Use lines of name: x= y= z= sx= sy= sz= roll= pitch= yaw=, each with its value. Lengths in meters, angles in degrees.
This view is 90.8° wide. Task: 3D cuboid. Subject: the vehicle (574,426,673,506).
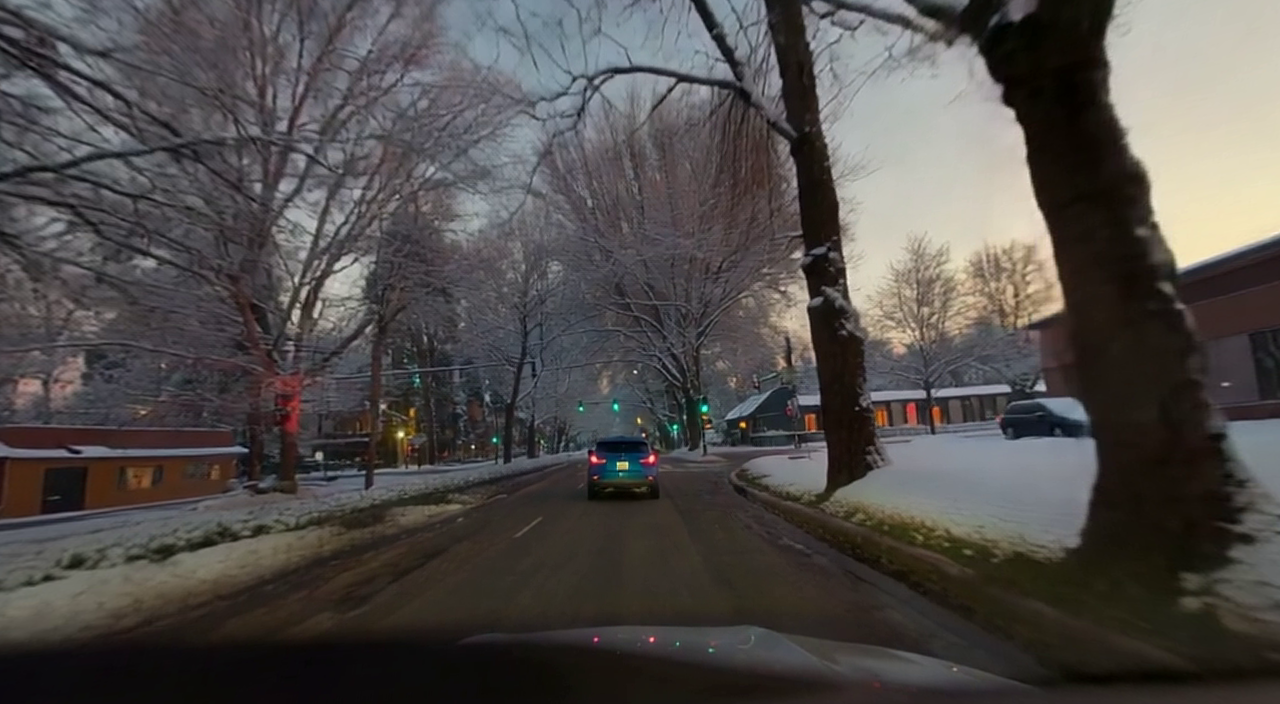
vehicle: x=-0.389 y=2.757 z=15.747 sx=2.136 sy=1.703 sz=3.910 roll=0 pitch=-8 yaw=-1

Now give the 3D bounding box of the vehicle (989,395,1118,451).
vehicle: x=16.378 y=2.921 z=25.439 sx=2.039 sy=1.990 sz=5.111 roll=-1 pitch=-8 yaw=5

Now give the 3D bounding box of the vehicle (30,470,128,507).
vehicle: x=-28.553 y=6.922 z=32.319 sx=1.771 sy=1.435 sz=4.144 roll=-7 pitch=-9 yaw=-9
